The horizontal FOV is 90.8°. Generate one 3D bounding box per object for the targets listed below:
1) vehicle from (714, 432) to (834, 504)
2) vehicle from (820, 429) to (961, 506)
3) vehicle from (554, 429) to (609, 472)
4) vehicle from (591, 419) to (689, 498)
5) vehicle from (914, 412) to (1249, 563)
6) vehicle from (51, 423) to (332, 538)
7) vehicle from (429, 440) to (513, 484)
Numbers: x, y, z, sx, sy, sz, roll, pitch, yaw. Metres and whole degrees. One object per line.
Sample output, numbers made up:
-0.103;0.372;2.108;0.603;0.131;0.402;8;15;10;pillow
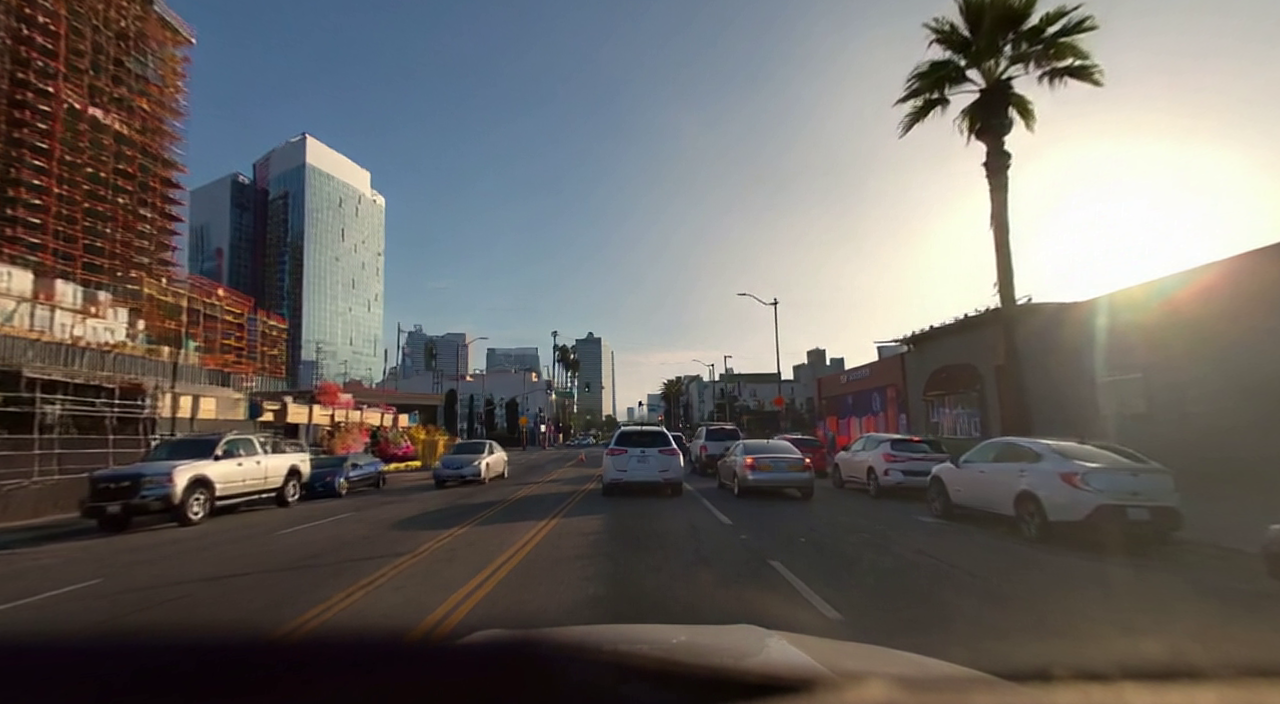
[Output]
3.079;2.753;15.393;1.999;1.487;3.939;0;-8;-1;vehicle
6.155;2.830;16.125;1.819;1.672;4.139;0;-7;-1;vehicle
-2.660;4.648;29.954;2.180;1.879;4.452;0;-8;0;vehicle
-0.009;2.788;16.821;2.264;1.798;4.258;0;-8;0;vehicle
6.336;1.971;9.952;1.886;1.792;4.525;0;-8;-1;vehicle
-10.024;2.975;15.061;2.294;1.948;6.025;-6;-10;0;vehicle
-6.264;4.126;23.971;2.020;1.486;4.363;0;-8;0;vehicle
